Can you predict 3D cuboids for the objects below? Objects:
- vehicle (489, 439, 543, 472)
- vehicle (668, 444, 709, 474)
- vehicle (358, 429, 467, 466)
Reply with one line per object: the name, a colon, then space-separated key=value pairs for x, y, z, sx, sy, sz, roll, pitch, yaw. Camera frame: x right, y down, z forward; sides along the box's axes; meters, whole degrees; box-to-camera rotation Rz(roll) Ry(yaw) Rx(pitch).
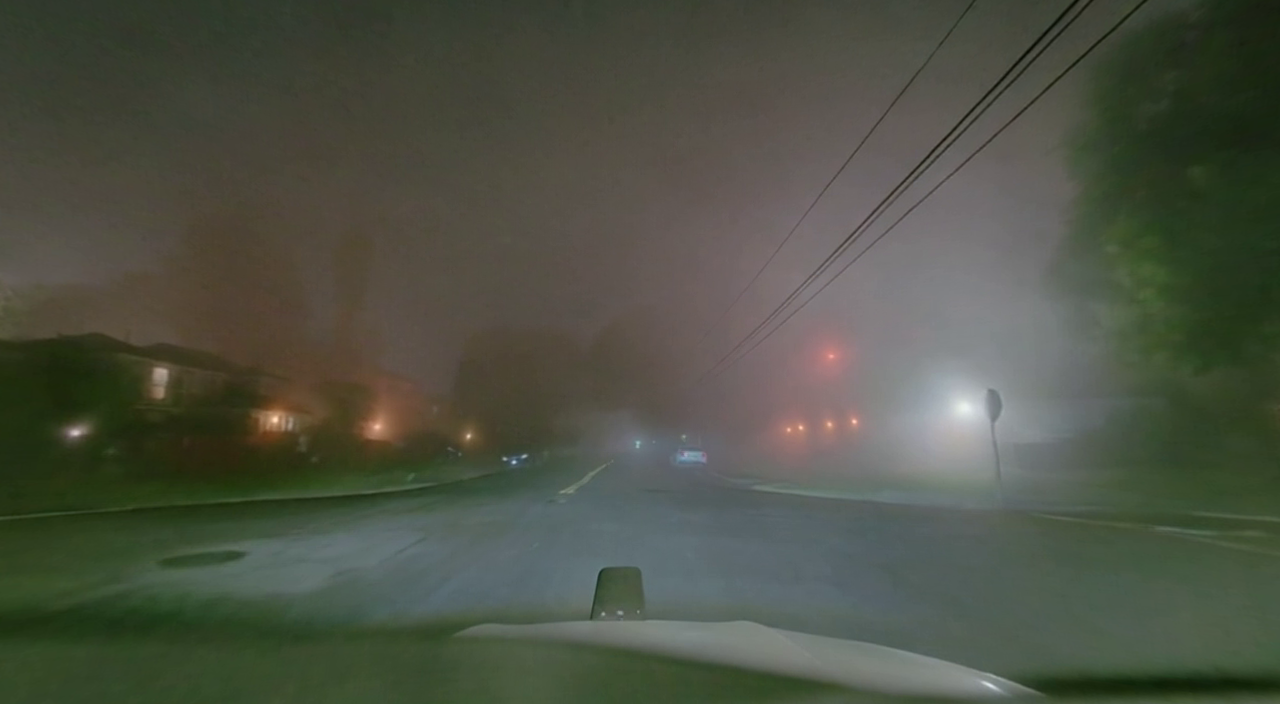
vehicle: x=-7.580 y=6.370 z=39.074 sx=2.266 sy=1.877 sz=5.167 roll=0 pitch=-9 yaw=0
vehicle: x=2.749 y=6.135 z=36.617 sx=1.896 sy=1.602 sz=4.571 roll=0 pitch=-8 yaw=-1
vehicle: x=-15.689 y=6.613 z=43.881 sx=6.526 sy=2.046 sz=2.522 roll=4 pitch=-8 yaw=-2
